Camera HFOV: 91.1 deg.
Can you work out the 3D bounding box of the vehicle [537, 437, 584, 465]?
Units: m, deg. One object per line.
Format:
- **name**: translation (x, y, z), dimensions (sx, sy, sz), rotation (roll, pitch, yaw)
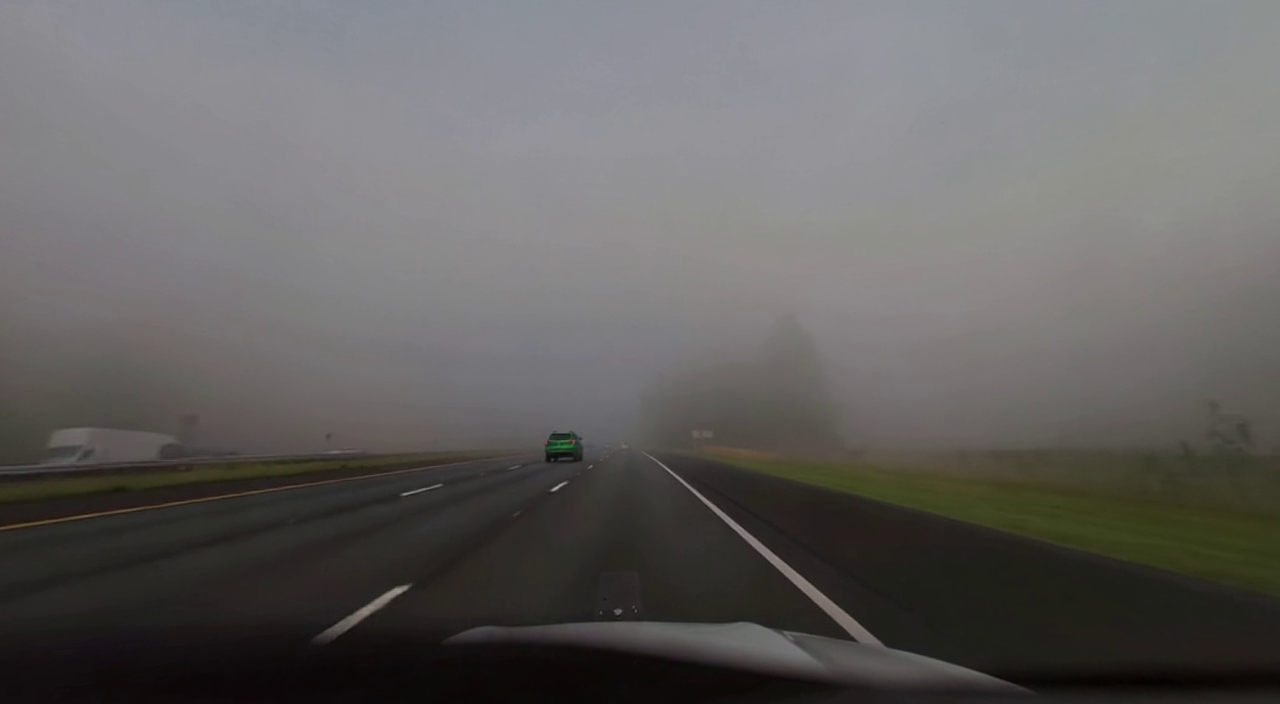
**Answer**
- **vehicle**: translation (-4.347, 5.477, 35.099), dimensions (2.063, 1.496, 4.225), rotation (0, -8, 0)
